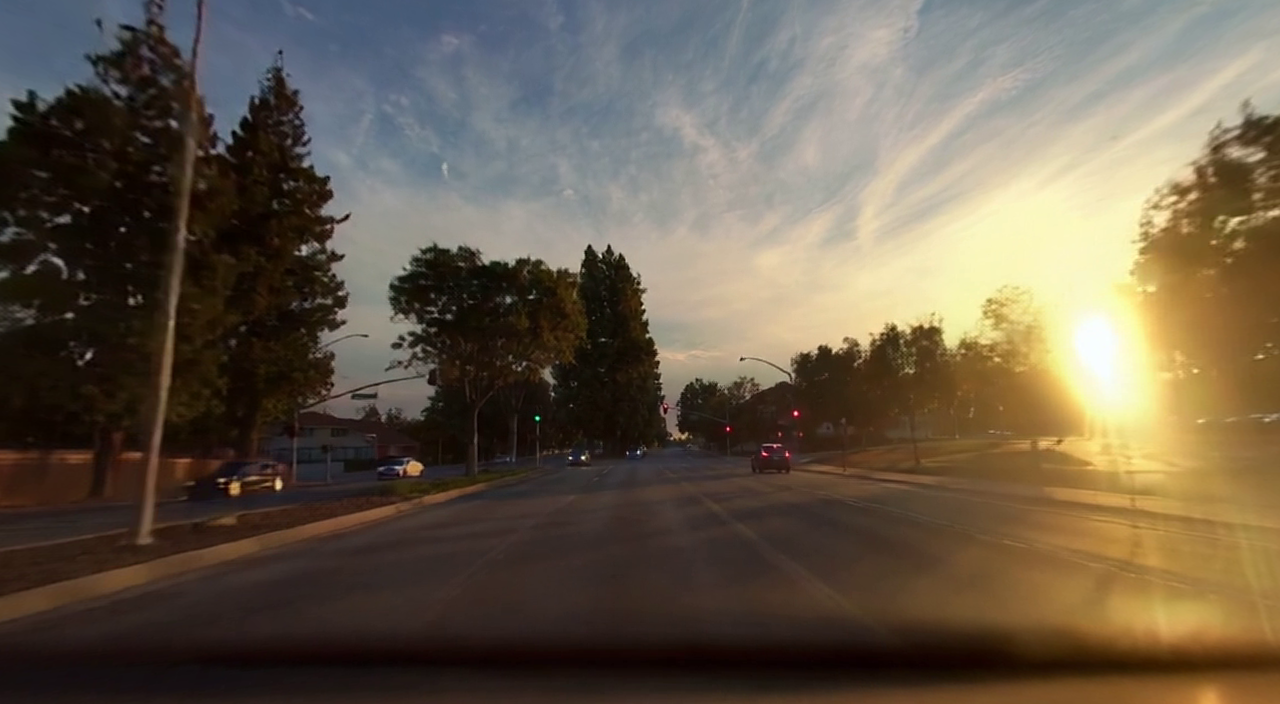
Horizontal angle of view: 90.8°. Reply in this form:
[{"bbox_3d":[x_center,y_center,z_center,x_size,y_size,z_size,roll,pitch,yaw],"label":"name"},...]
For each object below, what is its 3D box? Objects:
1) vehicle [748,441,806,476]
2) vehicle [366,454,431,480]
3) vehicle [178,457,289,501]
[{"bbox_3d":[7.079,5.535,33.054,2.011,1.710,4.357,0,-9,-1],"label":"vehicle"},{"bbox_3d":[-16.622,7.878,43.708,1.895,1.644,4.160,-3,-9,19],"label":"vehicle"},{"bbox_3d":[-17.718,5.528,27.818,1.883,1.583,4.342,-3,-9,2],"label":"vehicle"}]
